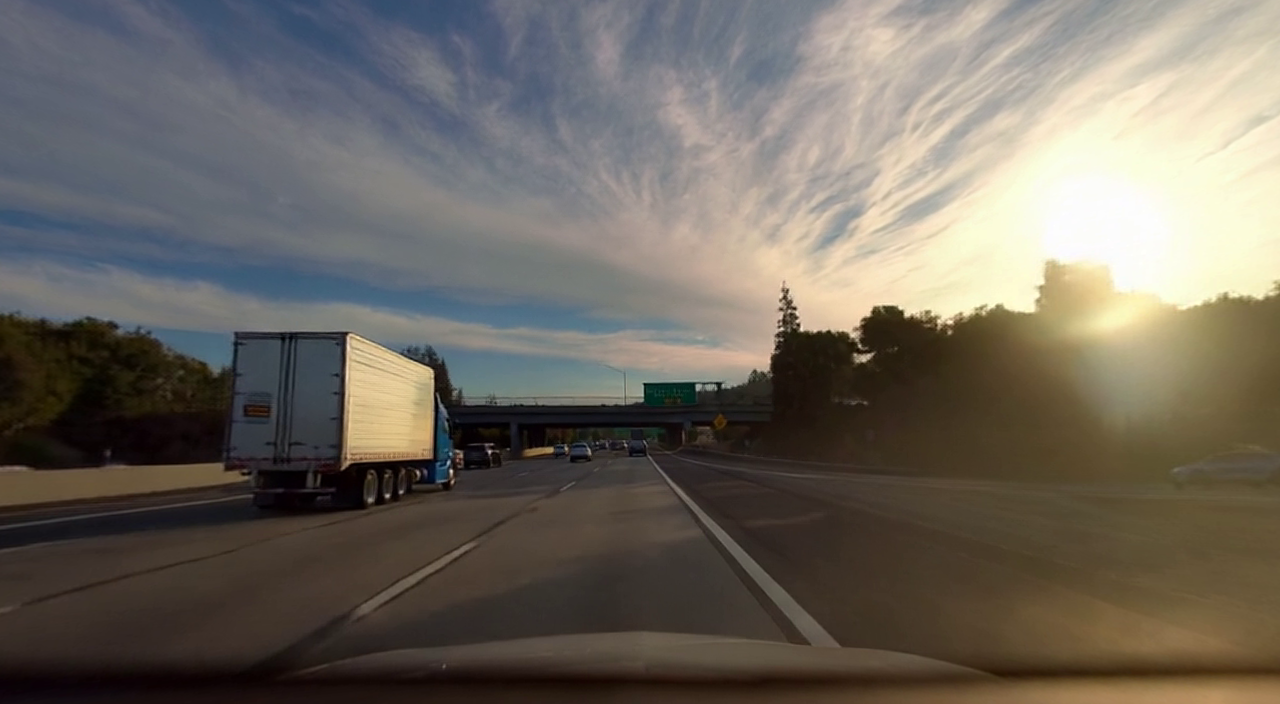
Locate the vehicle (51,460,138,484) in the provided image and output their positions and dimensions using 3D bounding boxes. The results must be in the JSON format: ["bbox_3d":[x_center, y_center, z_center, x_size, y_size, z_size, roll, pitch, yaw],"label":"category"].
[{"bbox_3d":[-39.762,8.722,46.076,1.867,1.579,5.040,0,-9,0],"label":"vehicle"}]

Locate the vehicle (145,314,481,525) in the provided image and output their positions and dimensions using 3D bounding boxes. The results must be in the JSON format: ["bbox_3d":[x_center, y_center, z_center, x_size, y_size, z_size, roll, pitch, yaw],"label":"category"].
[{"bbox_3d":[-7.240,1.958,16.684,3.303,3.868,10.298,0,-9,0],"label":"vehicle"}]

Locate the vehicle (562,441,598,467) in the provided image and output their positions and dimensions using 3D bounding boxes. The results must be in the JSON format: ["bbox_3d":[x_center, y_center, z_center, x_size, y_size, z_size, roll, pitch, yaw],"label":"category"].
[{"bbox_3d":[-4.174,7.195,44.612,2.094,1.695,4.260,0,-9,0],"label":"vehicle"}]
